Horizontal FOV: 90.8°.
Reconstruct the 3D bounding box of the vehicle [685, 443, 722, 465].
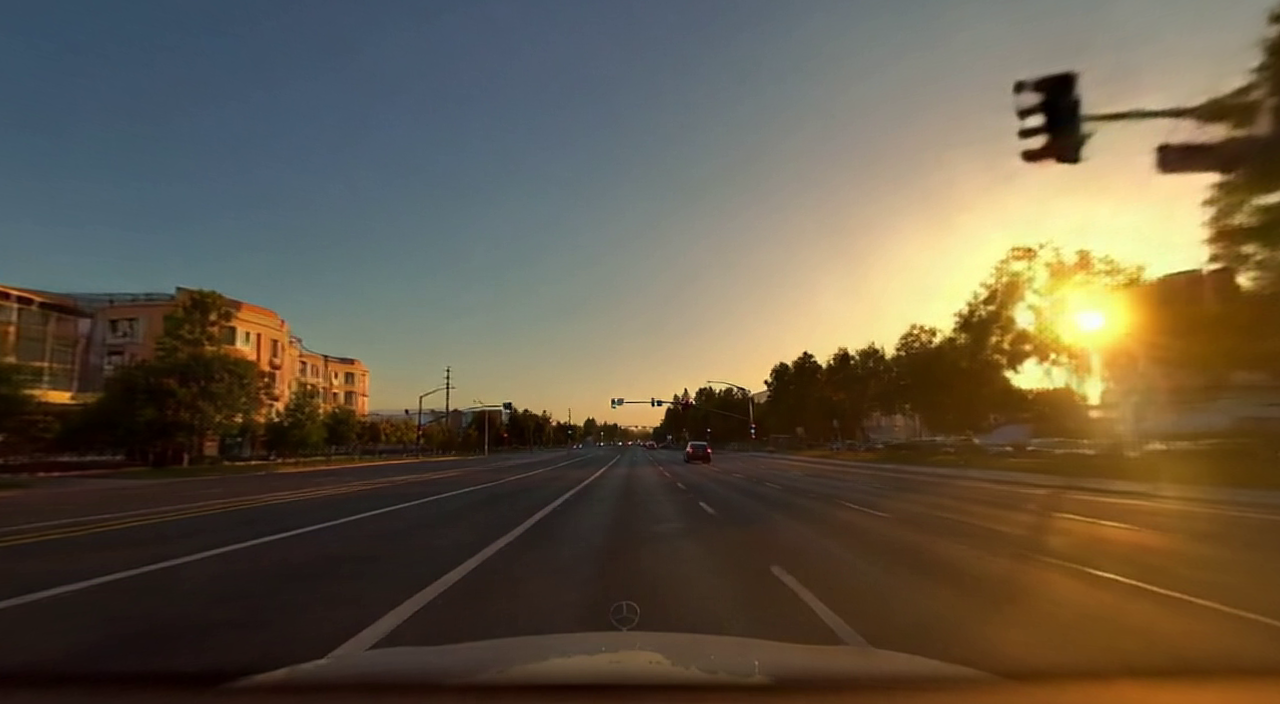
[{"bbox_3d":[4.506,7.329,45.475,2.187,1.475,4.529,0,-9,0],"label":"vehicle"}]
